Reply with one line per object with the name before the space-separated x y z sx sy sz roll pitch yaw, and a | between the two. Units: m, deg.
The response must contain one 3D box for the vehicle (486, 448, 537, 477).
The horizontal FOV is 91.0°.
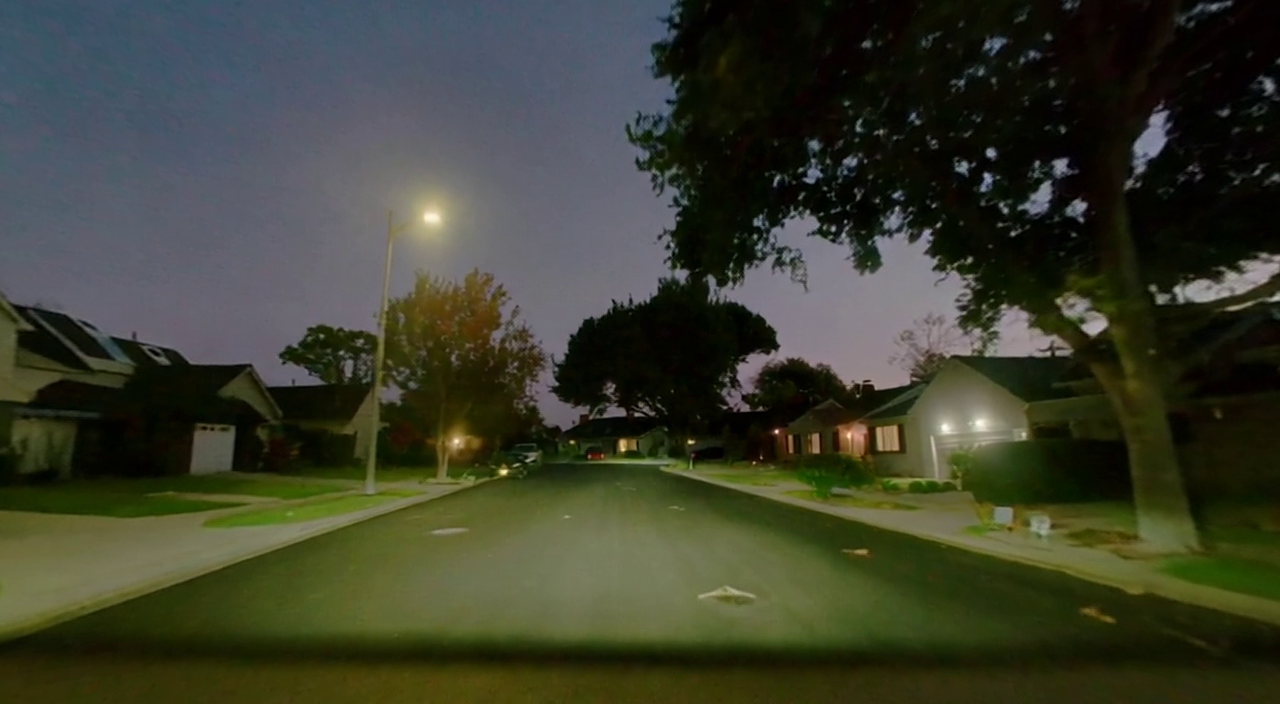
vehicle | -6.728 5.801 33.262 2.017 1.397 4.004 1 -9 -3
